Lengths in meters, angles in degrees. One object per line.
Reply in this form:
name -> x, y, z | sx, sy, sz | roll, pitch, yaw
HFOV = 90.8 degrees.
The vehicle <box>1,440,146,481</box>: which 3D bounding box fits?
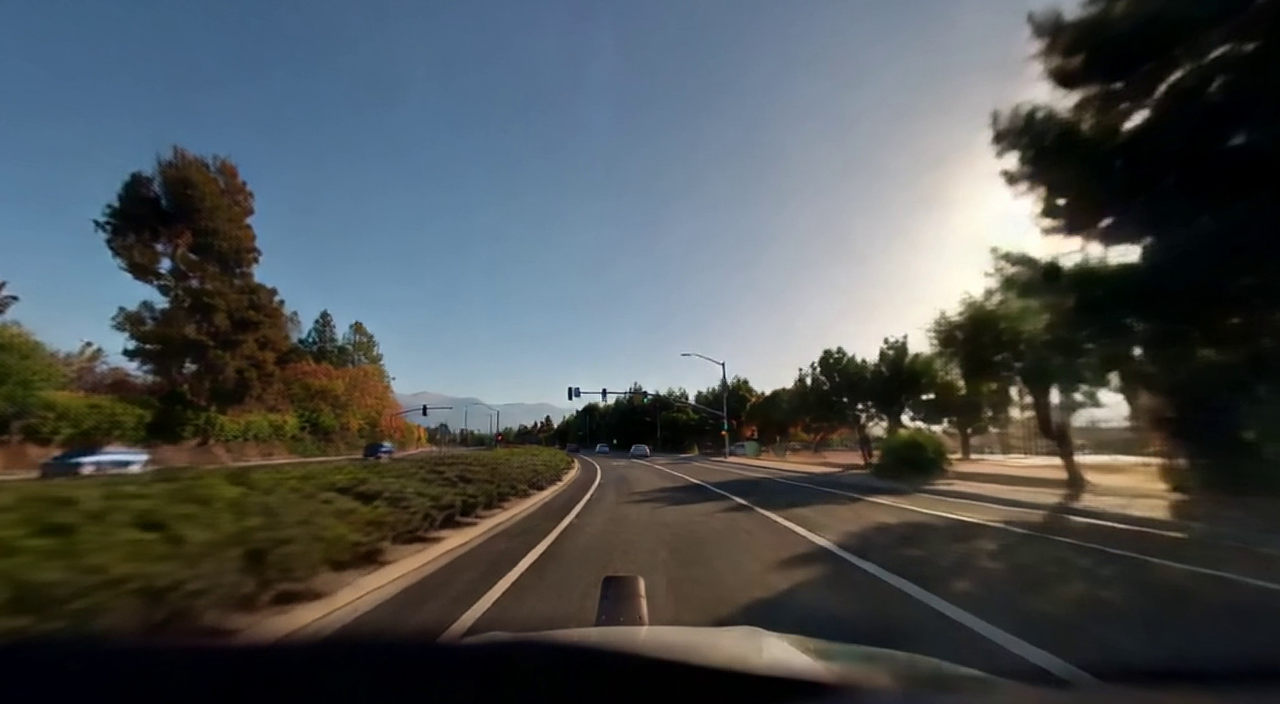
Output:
vehicle -> -22.273, 4.266, 25.127 | 1.826, 1.473, 4.374 | 0, -9, -2
